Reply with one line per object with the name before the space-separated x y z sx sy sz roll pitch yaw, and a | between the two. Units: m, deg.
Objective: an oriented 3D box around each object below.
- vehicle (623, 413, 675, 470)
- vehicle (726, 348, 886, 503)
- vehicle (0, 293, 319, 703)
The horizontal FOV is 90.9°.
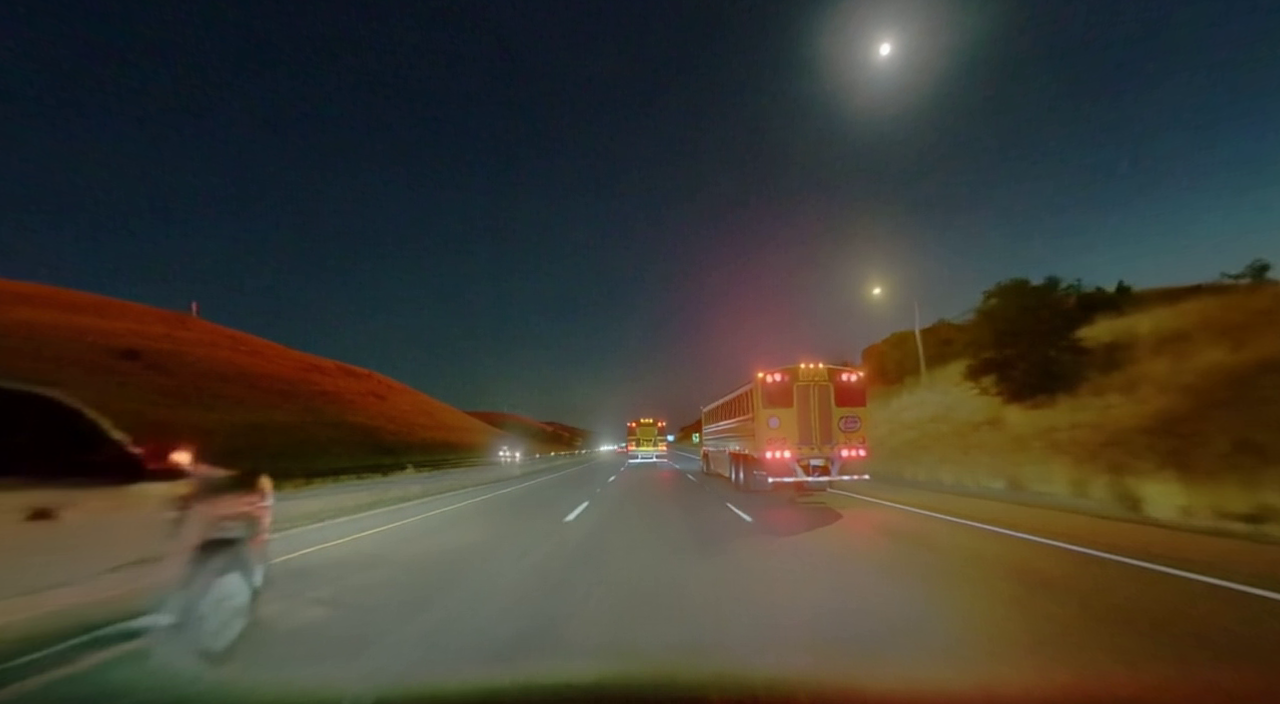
vehicle | 0.552 5.932 41.721 2.948 3.265 10.569 0 -8 0
vehicle | 4.450 2.252 18.677 2.716 3.705 7.018 0 -8 0
vehicle | -3.688 0.650 1.910 2.241 1.927 5.833 0 -8 1
